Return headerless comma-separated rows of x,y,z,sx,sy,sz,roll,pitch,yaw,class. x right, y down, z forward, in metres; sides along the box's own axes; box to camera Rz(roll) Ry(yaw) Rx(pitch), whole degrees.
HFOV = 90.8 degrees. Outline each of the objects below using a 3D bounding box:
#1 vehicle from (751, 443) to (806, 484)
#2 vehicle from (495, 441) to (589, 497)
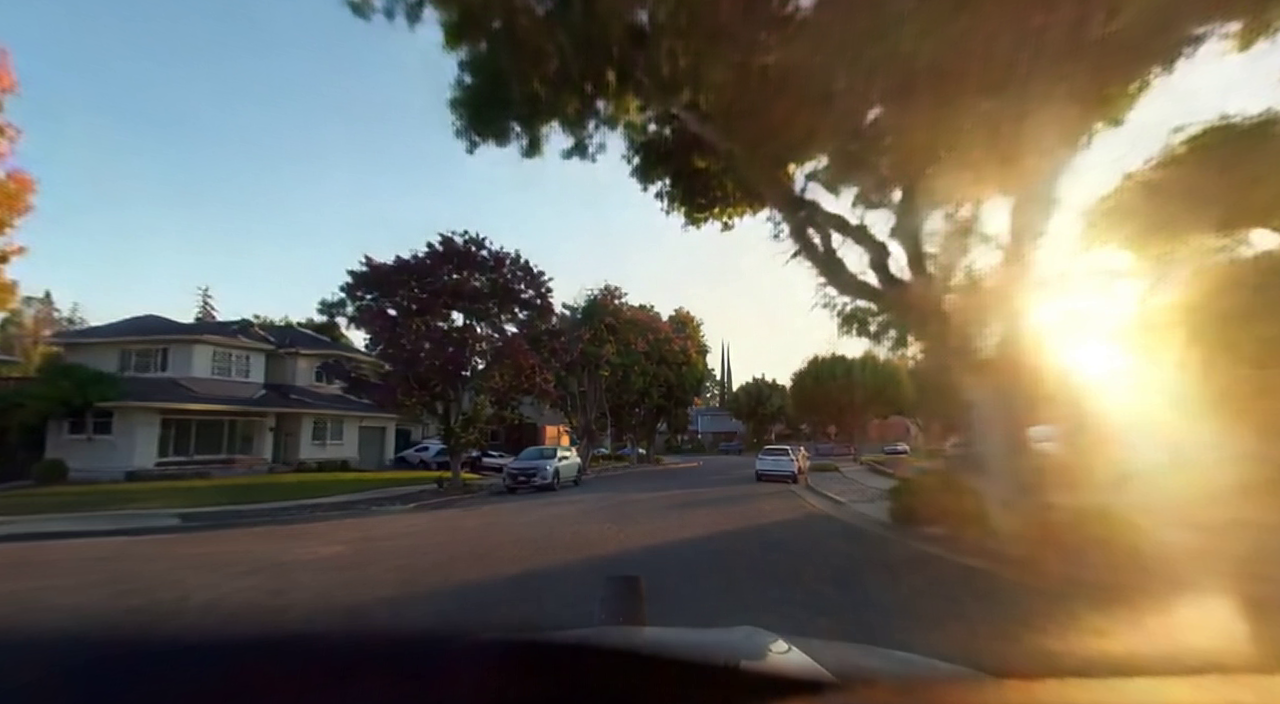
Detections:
6.232,4.890,28.062,2.075,1.657,4.648,-2,-9,15,vehicle
-3.540,4.313,23.778,2.041,1.762,4.508,-4,-8,11,vehicle
